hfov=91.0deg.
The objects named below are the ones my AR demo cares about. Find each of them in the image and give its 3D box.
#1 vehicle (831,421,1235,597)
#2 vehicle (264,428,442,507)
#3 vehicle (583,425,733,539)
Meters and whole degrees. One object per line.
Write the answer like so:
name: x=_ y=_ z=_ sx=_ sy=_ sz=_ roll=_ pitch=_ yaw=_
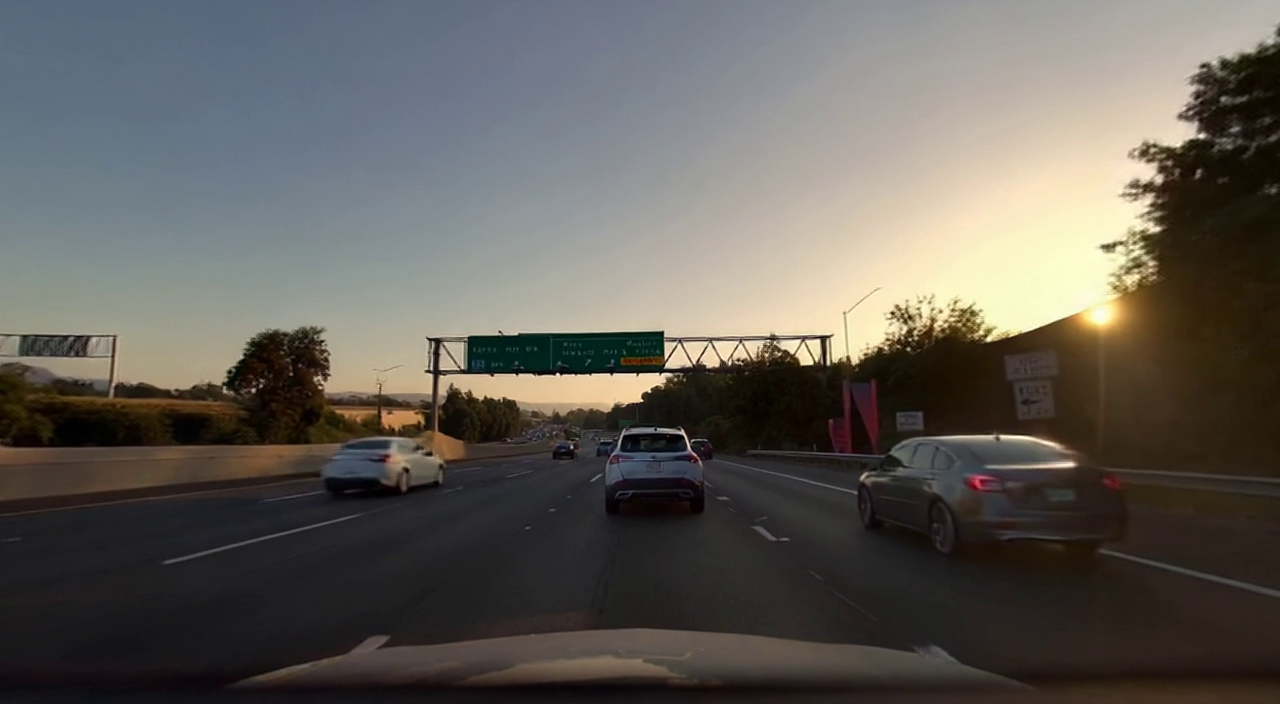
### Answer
vehicle: x=4.106 y=1.703 z=7.836 sx=2.002 sy=1.499 sz=4.710 roll=0 pitch=-8 yaw=0
vehicle: x=-6.763 y=2.774 z=15.588 sx=2.127 sy=1.644 sz=4.631 roll=0 pitch=-9 yaw=1
vehicle: x=0.252 y=2.072 z=10.616 sx=2.044 sy=1.554 sz=3.824 roll=0 pitch=-8 yaw=0
